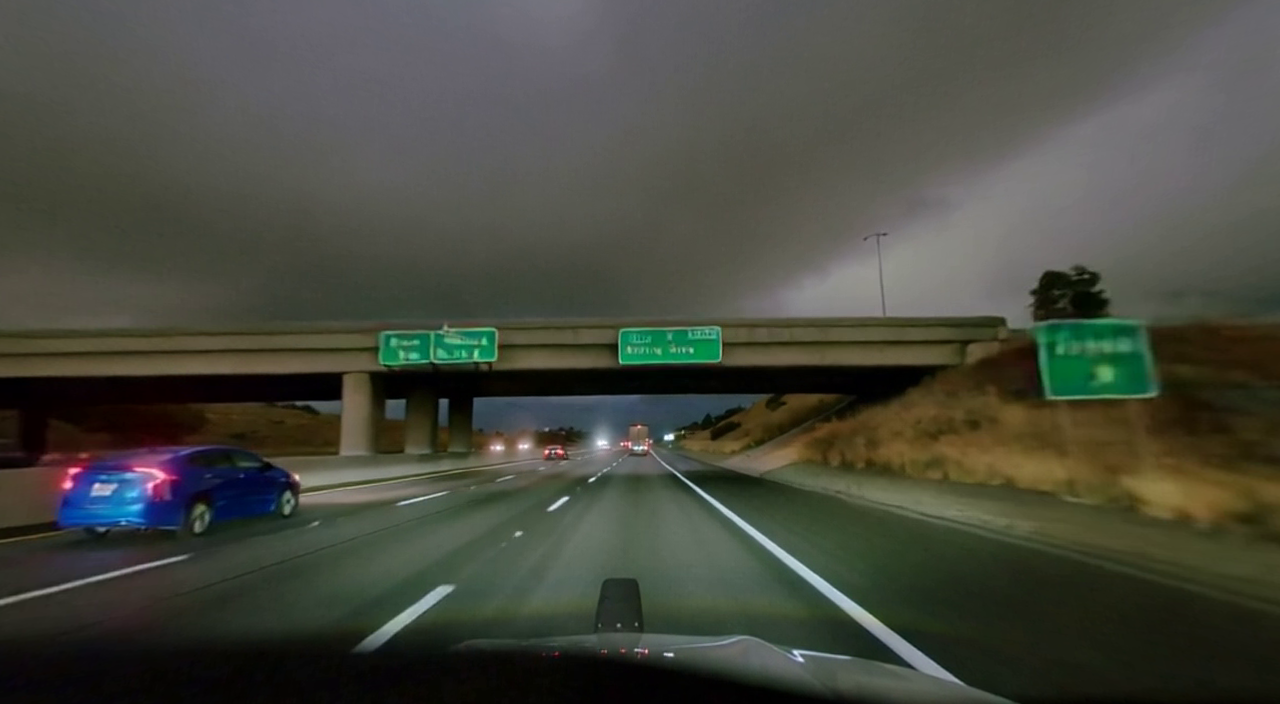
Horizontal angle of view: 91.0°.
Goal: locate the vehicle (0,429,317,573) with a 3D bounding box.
[{"bbox_3d":[-6.997,1.965,9.186,2.096,1.541,4.610,0,-8,0],"label":"vehicle"}]
